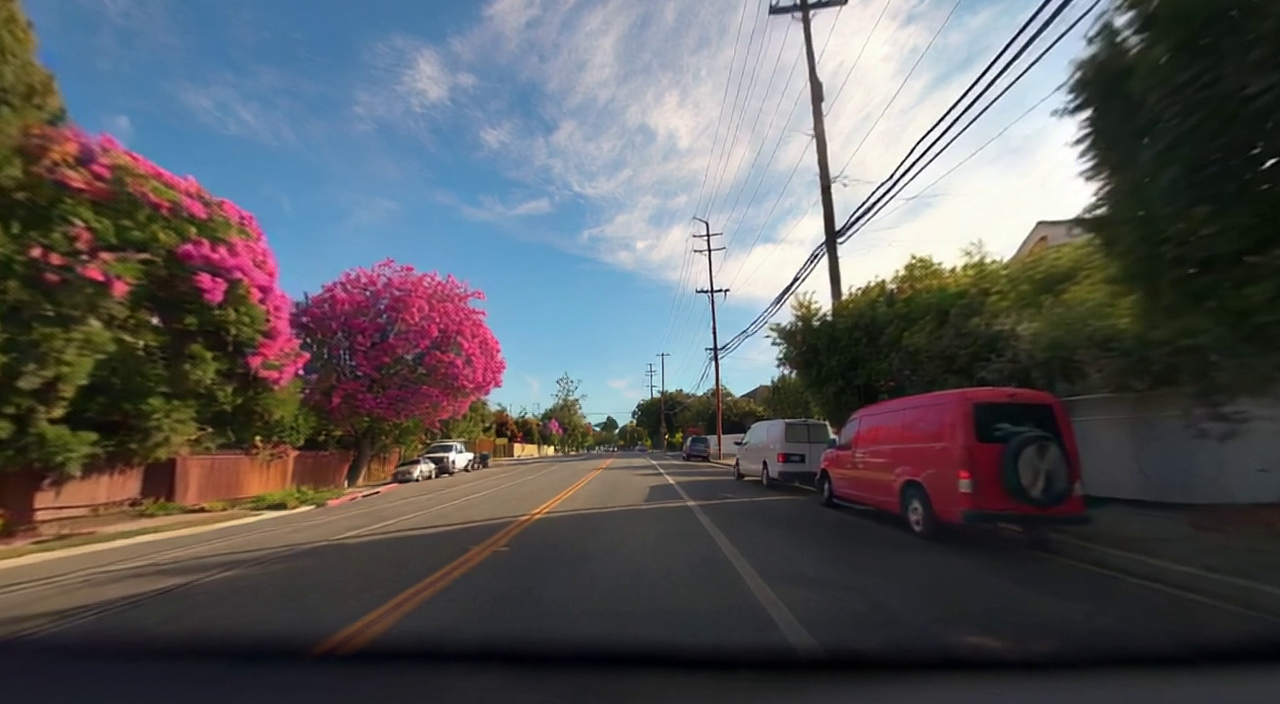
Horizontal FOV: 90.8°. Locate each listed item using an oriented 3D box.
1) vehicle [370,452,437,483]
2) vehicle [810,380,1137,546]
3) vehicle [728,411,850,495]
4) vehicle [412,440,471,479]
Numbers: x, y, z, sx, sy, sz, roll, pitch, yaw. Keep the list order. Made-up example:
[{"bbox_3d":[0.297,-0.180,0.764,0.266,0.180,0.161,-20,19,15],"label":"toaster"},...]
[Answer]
[{"bbox_3d":[-13.479,6.577,36.367,2.041,1.573,4.575,-1,-8,1],"label":"vehicle"},{"bbox_3d":[5.252,1.881,11.339,2.335,2.193,5.656,0,-8,-5],"label":"vehicle"},{"bbox_3d":[4.523,3.248,20.634,2.578,2.248,7.011,-1,-8,3],"label":"vehicle"},{"bbox_3d":[-13.455,7.241,43.210,2.331,2.265,5.888,-3,-7,-2],"label":"vehicle"}]
